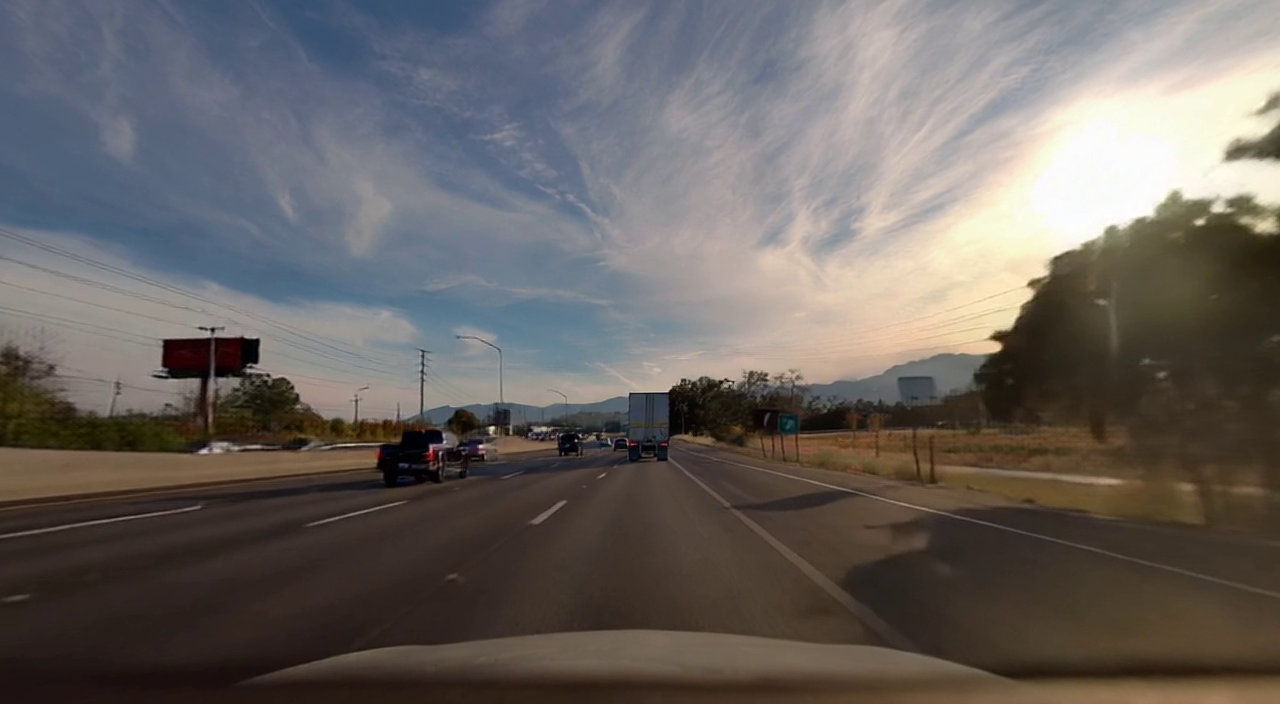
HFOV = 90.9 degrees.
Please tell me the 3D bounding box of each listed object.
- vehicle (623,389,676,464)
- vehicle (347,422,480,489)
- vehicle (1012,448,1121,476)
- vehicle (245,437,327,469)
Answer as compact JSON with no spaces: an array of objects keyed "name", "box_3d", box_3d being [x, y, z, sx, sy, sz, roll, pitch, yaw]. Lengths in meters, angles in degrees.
[{"name":"vehicle","box_3d":[0.720,4.857,39.774,2.879,4.027,11.243,0,-8,2]},{"name":"vehicle","box_3d":[-6.974,3.265,20.191,2.197,1.847,5.364,0,-8,1]},{"name":"vehicle","box_3d":[24.478,6.298,36.416,1.757,1.437,4.897,6,-10,-25]},{"name":"vehicle","box_3d":[-18.013,5.148,32.319,1.925,1.483,3.825,0,-8,1]}]
